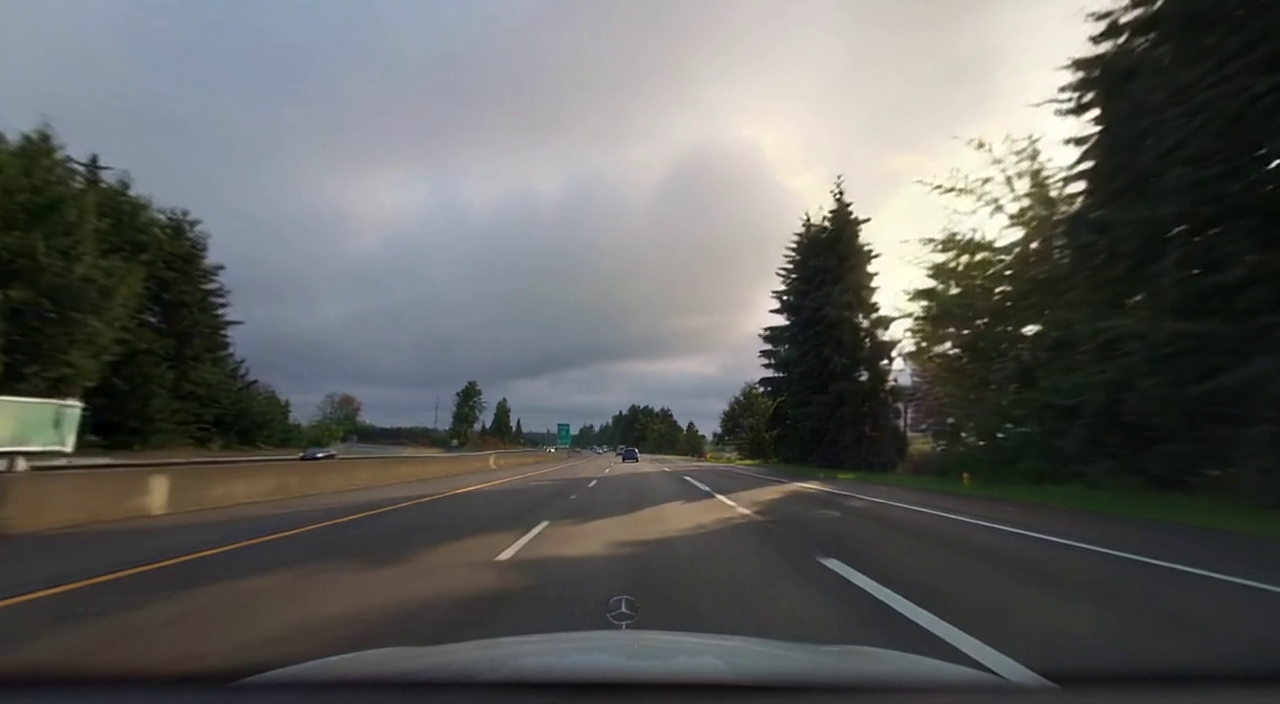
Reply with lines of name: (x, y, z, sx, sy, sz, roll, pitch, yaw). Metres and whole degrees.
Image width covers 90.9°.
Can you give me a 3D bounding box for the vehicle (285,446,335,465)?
vehicle: (-25.564, 8.023, 49.005, 1.985, 1.458, 4.373, 1, -9, -8)
